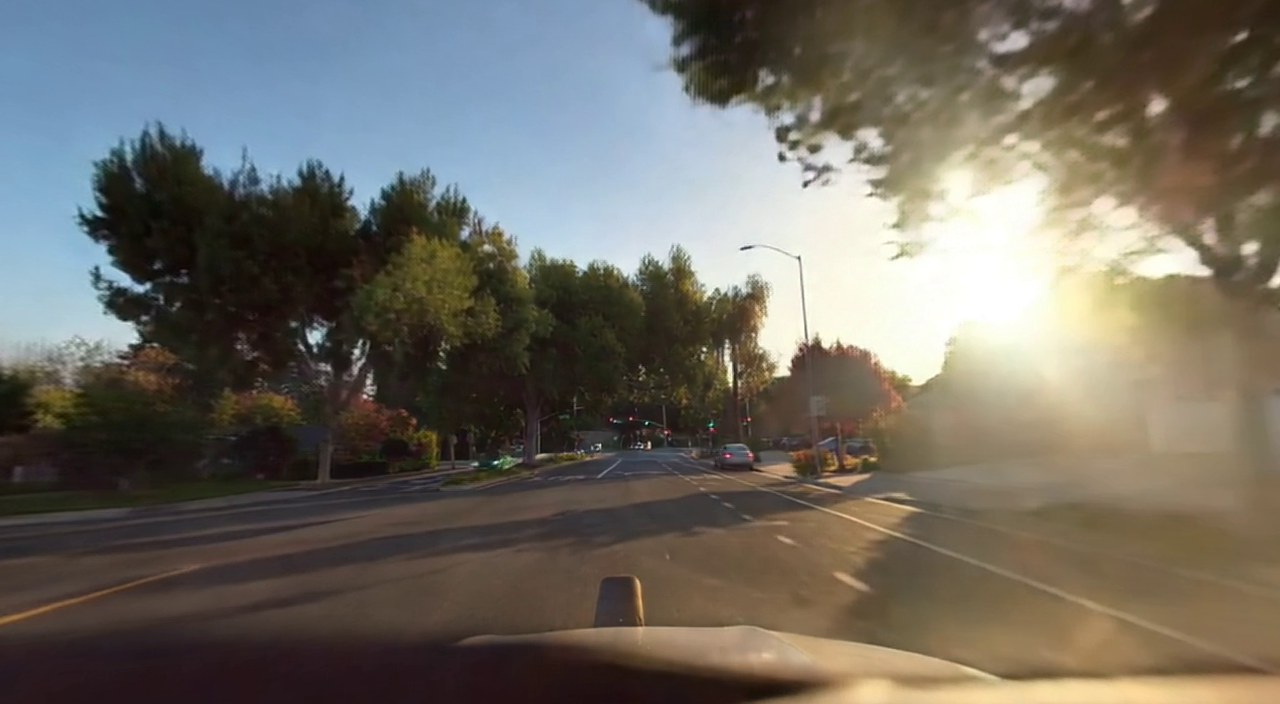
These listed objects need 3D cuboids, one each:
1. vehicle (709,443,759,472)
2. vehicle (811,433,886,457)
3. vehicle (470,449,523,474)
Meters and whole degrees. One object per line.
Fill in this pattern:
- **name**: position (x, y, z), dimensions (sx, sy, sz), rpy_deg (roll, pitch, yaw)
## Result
- **vehicle**: position (5.037, 5.721, 34.417), dimensions (1.917, 1.440, 4.335), rpy_deg (0, -9, -2)
- **vehicle**: position (13.233, 5.920, 40.260), dimensions (4.164, 1.470, 1.921), rpy_deg (0, -7, 2)
- **vehicle**: position (-9.024, 6.924, 40.169), dimensions (2.067, 1.491, 4.807), rpy_deg (-1, -9, 3)
